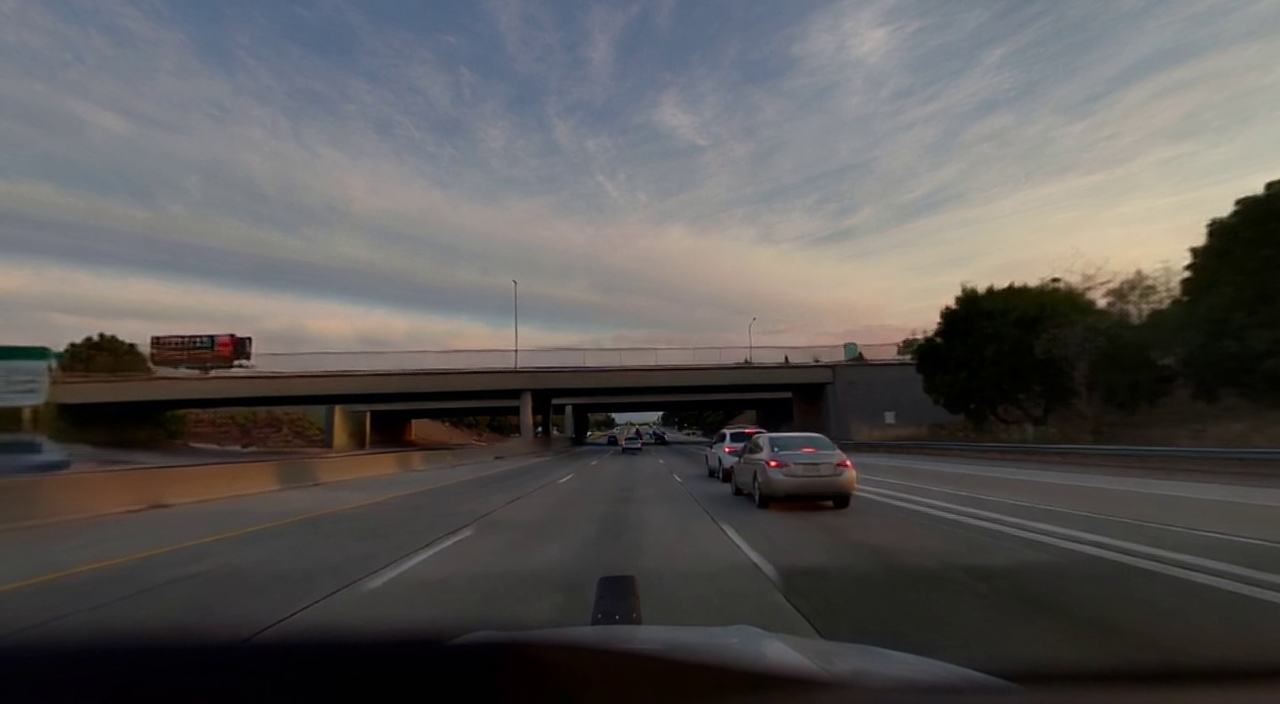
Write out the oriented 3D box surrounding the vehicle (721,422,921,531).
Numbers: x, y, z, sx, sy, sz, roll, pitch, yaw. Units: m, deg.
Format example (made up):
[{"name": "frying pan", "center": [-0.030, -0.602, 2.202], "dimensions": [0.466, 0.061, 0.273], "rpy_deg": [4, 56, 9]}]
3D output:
[{"name": "vehicle", "center": [3.080, 2.228, 12.112], "dimensions": [2.240, 1.646, 4.949], "rpy_deg": [0, -8, -2]}]
